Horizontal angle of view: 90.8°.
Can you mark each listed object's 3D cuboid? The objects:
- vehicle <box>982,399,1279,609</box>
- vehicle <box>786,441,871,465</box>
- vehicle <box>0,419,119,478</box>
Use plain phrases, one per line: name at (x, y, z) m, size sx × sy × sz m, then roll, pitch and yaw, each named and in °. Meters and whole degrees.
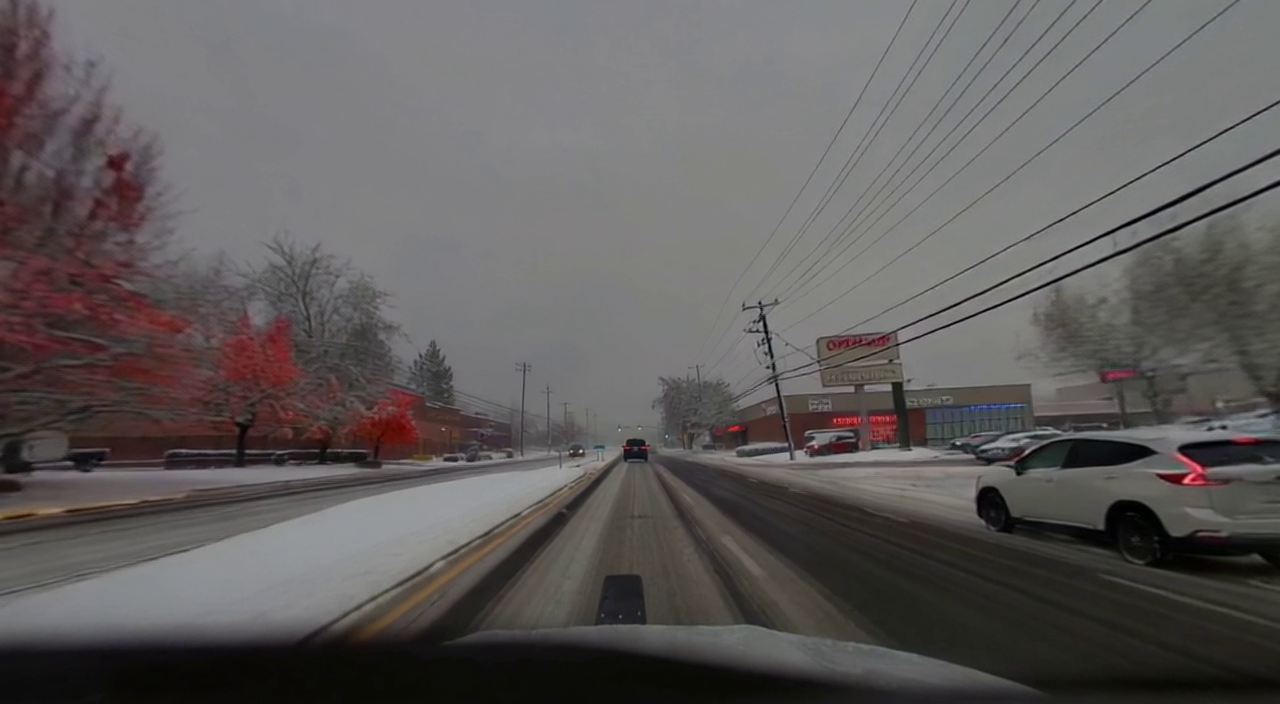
vehicle at (6.217, 1.559, 7.275) m, size 1.995 × 1.705 × 4.434 m, roll 0°, pitch -9°, yaw -1°
vehicle at (14.518, 7.751, 48.783) m, size 5.733 × 1.610 × 2.253 m, roll 0°, pitch -8°, yaw -11°
vehicle at (-28.688, 4.578, 29.705) m, size 5.851 × 2.505 × 2.504 m, roll -1°, pitch -8°, yaw -9°
